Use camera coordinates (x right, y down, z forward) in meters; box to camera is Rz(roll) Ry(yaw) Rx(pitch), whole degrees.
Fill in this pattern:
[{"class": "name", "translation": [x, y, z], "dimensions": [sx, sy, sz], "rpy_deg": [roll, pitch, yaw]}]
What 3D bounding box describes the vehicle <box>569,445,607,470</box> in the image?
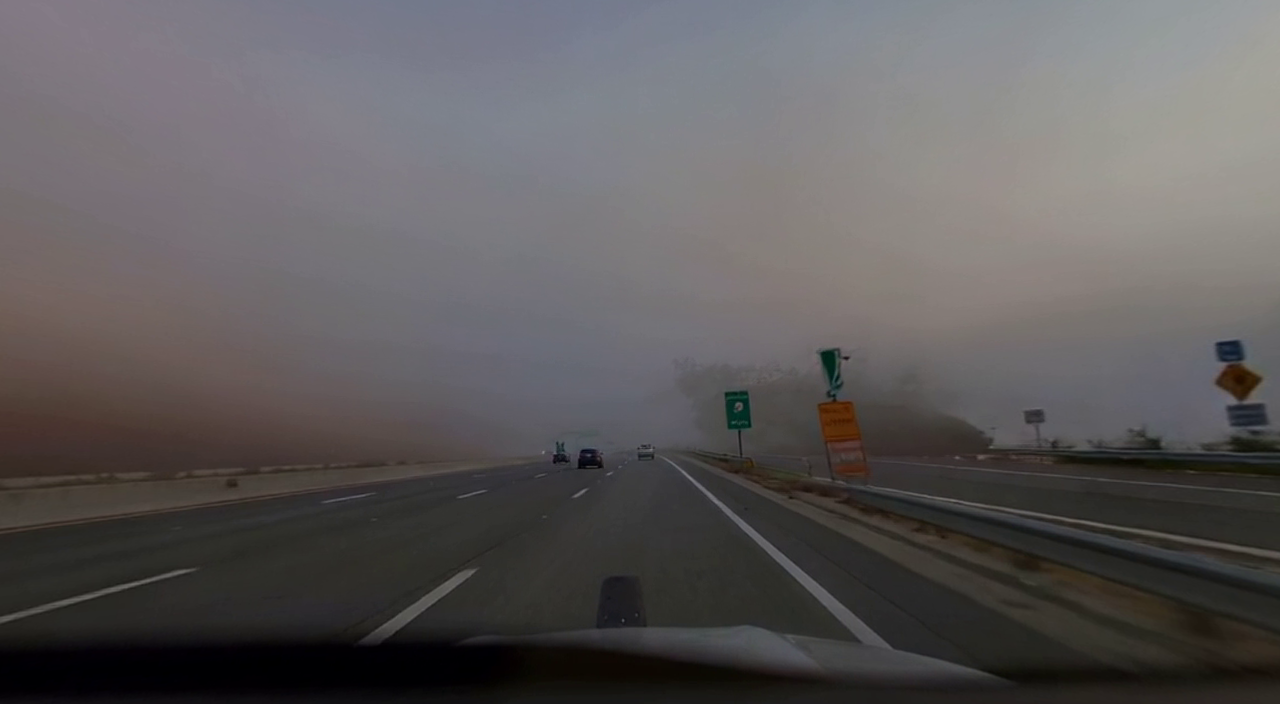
[{"class": "vehicle", "translation": [-3.334, 6.868, 41.325], "dimensions": [2.112, 1.489, 4.266], "rpy_deg": [0, -8, 0]}]
